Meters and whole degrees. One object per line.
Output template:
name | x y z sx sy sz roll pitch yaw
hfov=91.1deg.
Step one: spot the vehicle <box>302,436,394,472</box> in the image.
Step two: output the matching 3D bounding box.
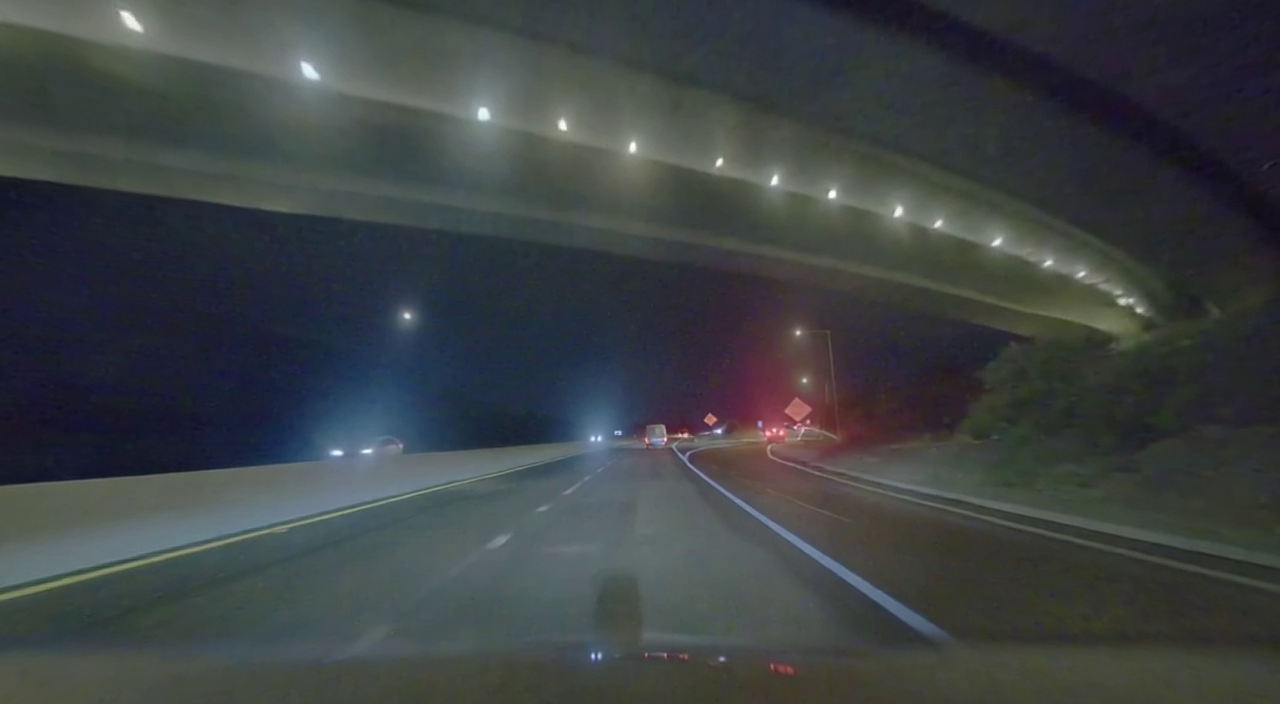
vehicle | -12.823 4.474 27.942 1.910 1.479 4.408 0 -8 0
